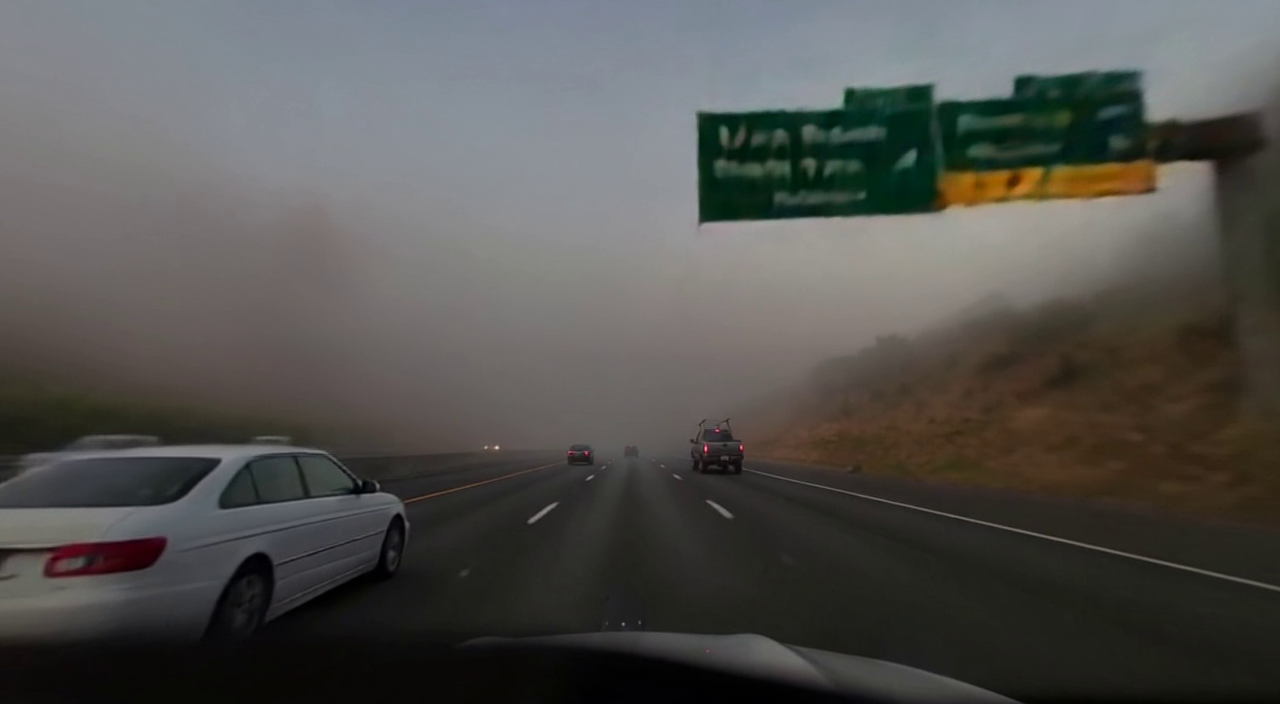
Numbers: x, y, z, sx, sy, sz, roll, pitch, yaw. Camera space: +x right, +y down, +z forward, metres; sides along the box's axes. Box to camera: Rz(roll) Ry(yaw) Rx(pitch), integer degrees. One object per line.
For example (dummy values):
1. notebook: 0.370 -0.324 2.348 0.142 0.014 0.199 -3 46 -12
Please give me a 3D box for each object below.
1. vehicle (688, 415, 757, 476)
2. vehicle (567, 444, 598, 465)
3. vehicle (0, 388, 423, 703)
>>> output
1. vehicle: 3.796 4.479 30.104 2.361 2.636 5.684 0 -9 -1
2. vehicle: -4.390 7.933 48.754 2.054 1.529 4.368 0 -9 -1
3. vehicle: -3.341 1.227 4.415 1.939 1.513 4.773 0 -9 0
